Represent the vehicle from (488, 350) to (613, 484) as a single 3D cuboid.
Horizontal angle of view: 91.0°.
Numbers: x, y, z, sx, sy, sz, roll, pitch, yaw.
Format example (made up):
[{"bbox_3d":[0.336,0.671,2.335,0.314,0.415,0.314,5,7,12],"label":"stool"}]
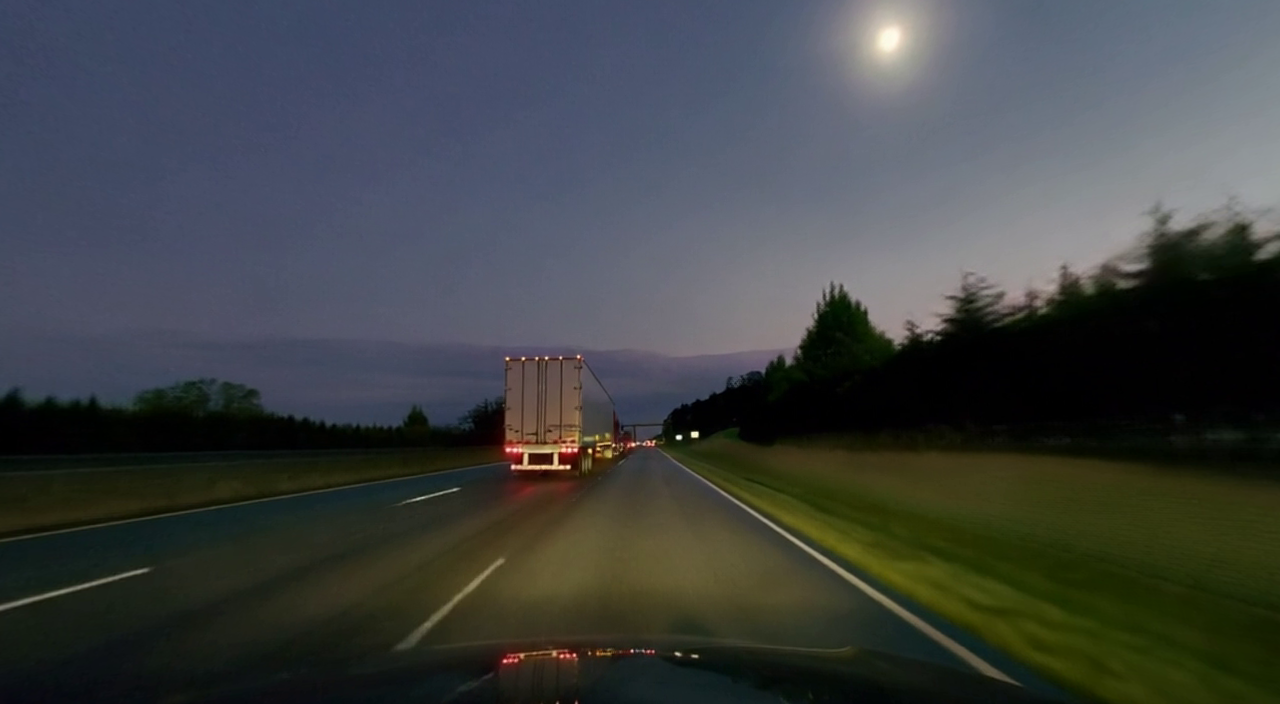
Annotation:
[{"bbox_3d":[-2.996,2.956,26.251,2.947,4.051,14.256,0,-8,1],"label":"vehicle"}]
